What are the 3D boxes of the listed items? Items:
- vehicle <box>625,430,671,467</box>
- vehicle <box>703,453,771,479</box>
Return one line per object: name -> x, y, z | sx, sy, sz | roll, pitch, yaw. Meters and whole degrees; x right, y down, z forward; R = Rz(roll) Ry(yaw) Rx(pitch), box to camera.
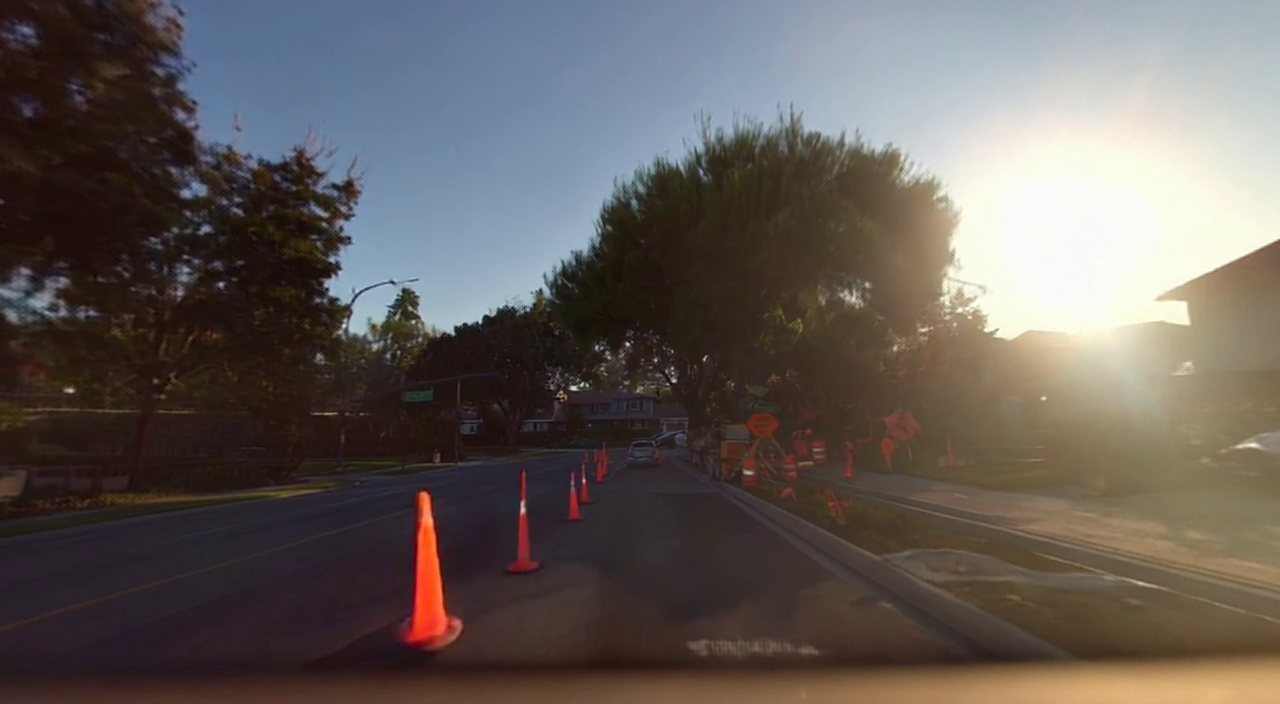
vehicle -> 0.369, 4.829, 31.555 | 2.151, 1.708, 4.084 | 0, -8, -1
vehicle -> 3.684, 4.384, 24.384 | 2.123, 0.883, 3.024 | 0, -8, 0
